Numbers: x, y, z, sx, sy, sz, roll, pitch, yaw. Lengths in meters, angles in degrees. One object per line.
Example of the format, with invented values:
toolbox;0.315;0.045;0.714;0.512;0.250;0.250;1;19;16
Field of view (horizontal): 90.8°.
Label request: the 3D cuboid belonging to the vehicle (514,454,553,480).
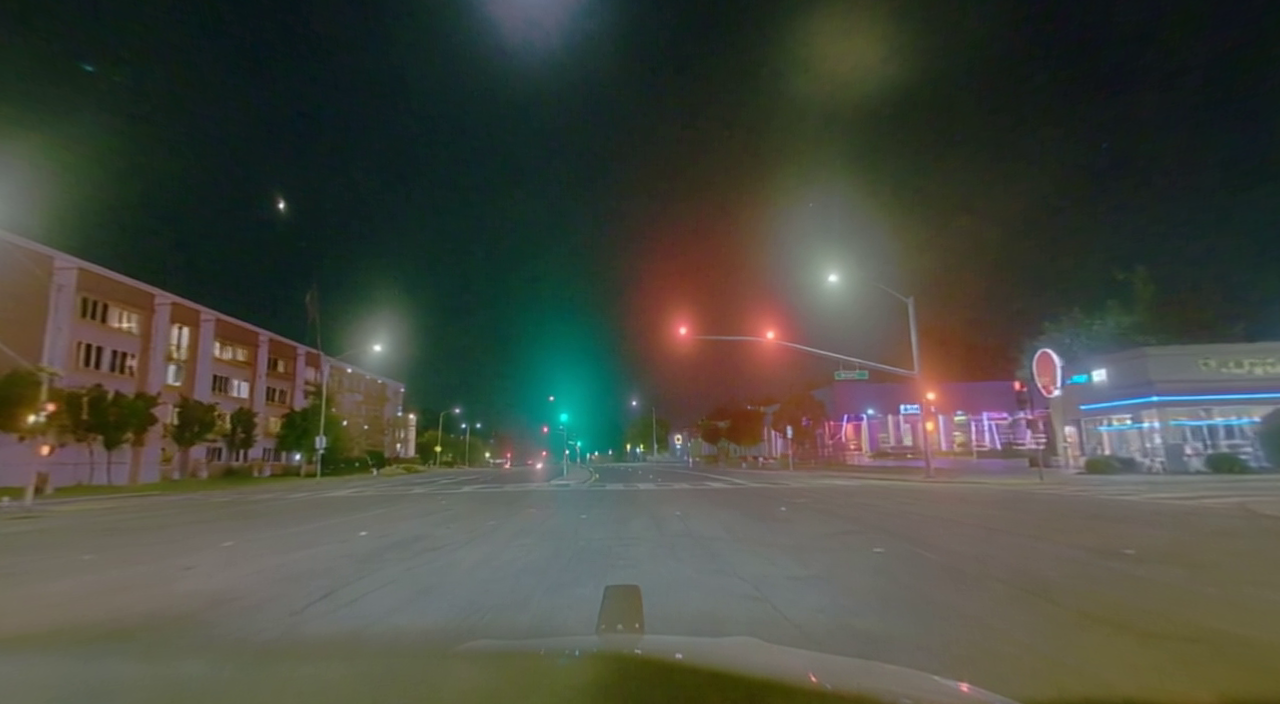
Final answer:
vehicle;-6.560;7.099;39.335;1.894;1.474;4.332;0;-8;-3
